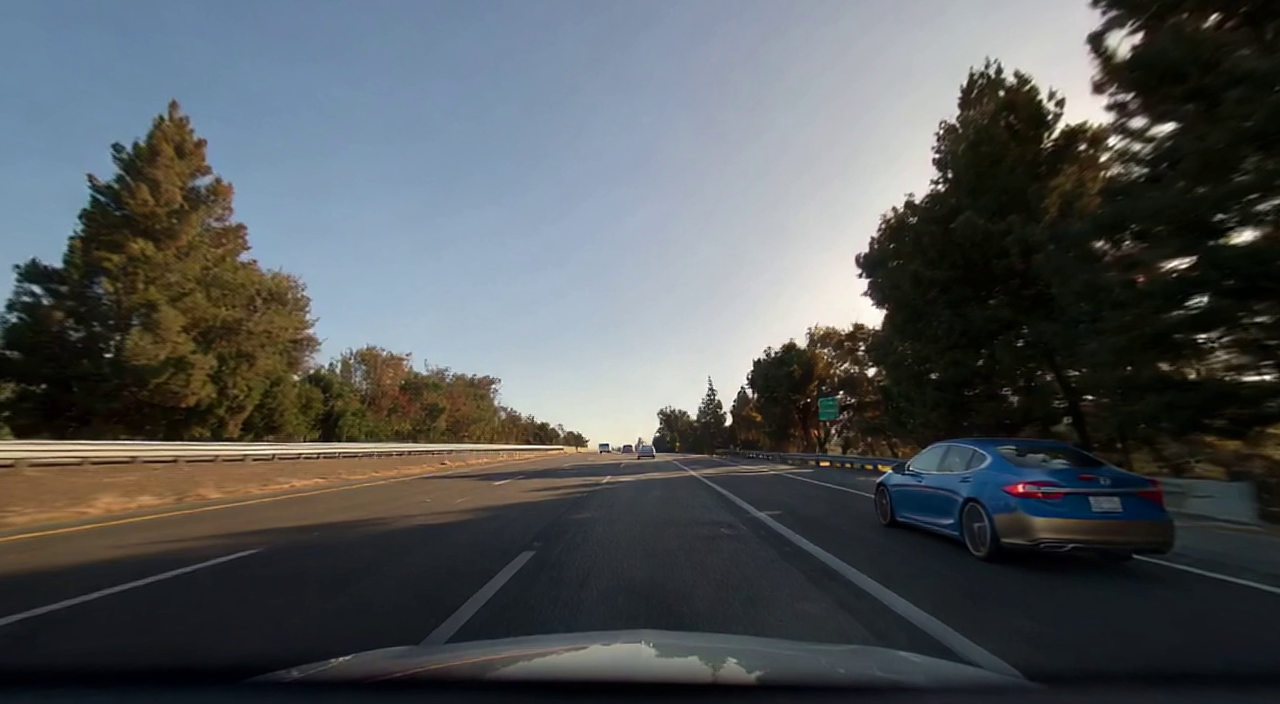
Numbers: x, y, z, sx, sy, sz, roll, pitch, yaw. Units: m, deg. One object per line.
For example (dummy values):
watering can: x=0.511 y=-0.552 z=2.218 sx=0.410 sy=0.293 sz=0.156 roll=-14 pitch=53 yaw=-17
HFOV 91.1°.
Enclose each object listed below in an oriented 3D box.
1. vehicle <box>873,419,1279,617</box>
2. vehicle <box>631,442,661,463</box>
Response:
vehicle: x=4.599 y=1.635 z=7.253 sx=2.008 sy=1.524 sz=4.598 roll=0 pitch=-8 yaw=0
vehicle: x=0.420 y=7.244 z=45.571 sx=2.052 sy=1.449 sz=3.857 roll=0 pitch=-8 yaw=0
